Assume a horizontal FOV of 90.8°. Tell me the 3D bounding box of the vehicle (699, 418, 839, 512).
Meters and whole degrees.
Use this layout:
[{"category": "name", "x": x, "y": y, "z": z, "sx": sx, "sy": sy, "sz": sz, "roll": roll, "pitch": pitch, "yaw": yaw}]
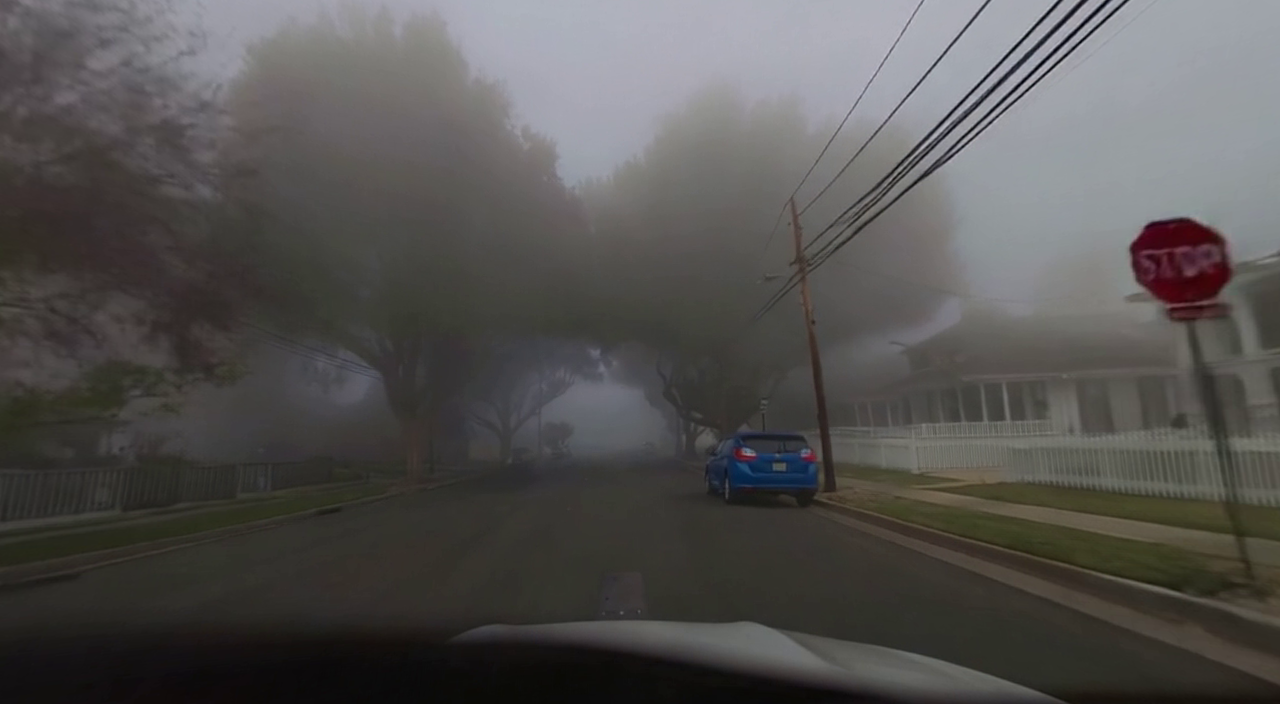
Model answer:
[{"category": "vehicle", "x": 2.703, "y": 2.528, "z": 14.559, "sx": 2.126, "sy": 1.795, "sz": 4.751, "roll": 0, "pitch": -9, "yaw": -1}]
